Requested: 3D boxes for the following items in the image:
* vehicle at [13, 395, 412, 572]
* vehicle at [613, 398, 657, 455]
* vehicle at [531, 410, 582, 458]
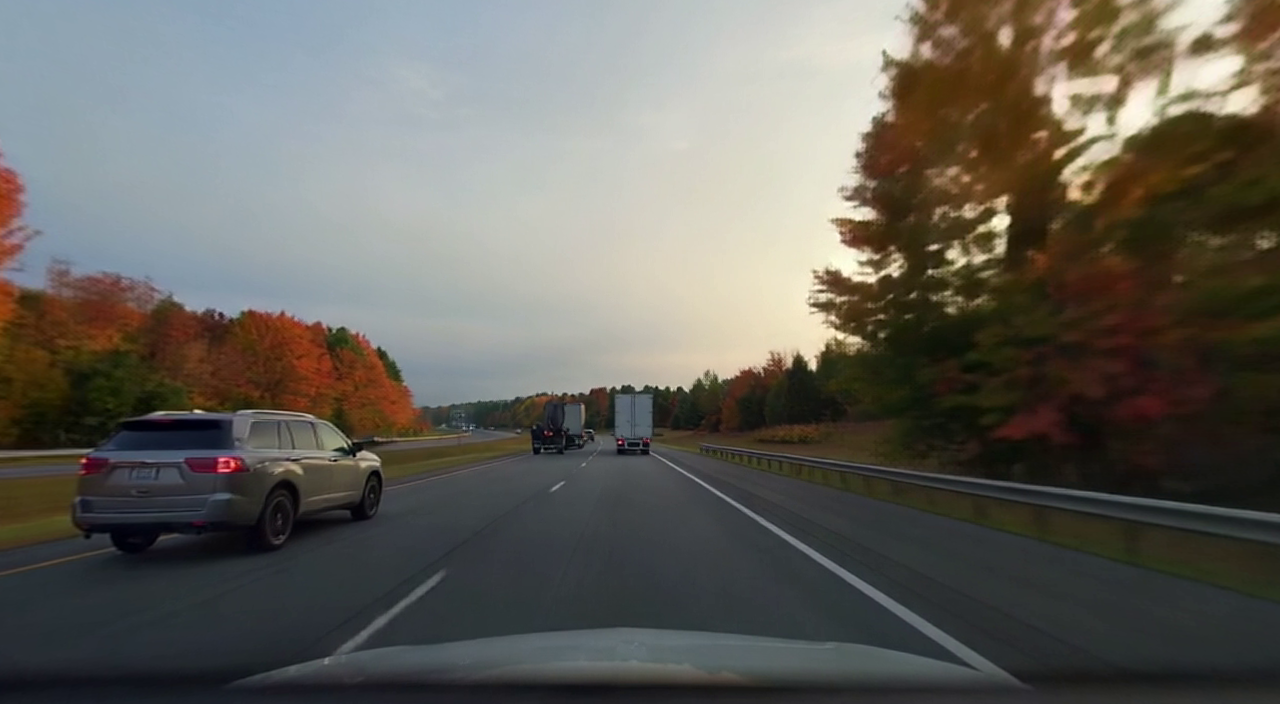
[{"bbox_3d":[-4.887,1.549,8.275,2.089,1.669,4.515,0,-8,-1],"label":"vehicle"},{"bbox_3d":[-0.506,5.781,48.459,3.078,3.955,8.774,0,-8,-2],"label":"vehicle"},{"bbox_3d":[-5.006,5.025,38.445,2.383,2.726,5.677,0,-8,-1],"label":"vehicle"}]
